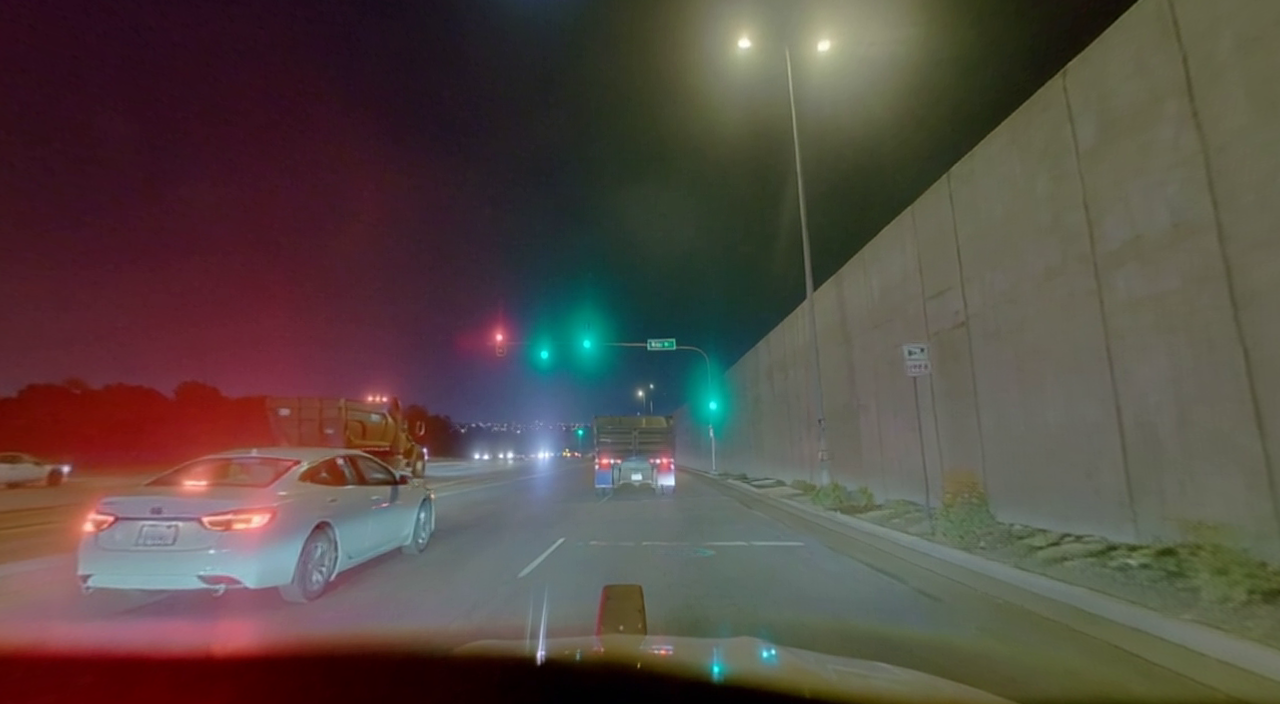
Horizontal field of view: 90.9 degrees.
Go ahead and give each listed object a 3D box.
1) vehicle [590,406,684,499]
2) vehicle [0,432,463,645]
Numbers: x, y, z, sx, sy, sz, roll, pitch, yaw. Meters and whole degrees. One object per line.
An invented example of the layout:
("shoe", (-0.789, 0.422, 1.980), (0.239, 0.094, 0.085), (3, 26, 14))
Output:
("vehicle", (-0.101, 2.912, 18.553), (2.355, 2.305, 5.336), (0, -8, -1))
("vehicle", (-3.753, 1.695, 7.009), (2.019, 1.480, 4.966), (0, -8, 1))
